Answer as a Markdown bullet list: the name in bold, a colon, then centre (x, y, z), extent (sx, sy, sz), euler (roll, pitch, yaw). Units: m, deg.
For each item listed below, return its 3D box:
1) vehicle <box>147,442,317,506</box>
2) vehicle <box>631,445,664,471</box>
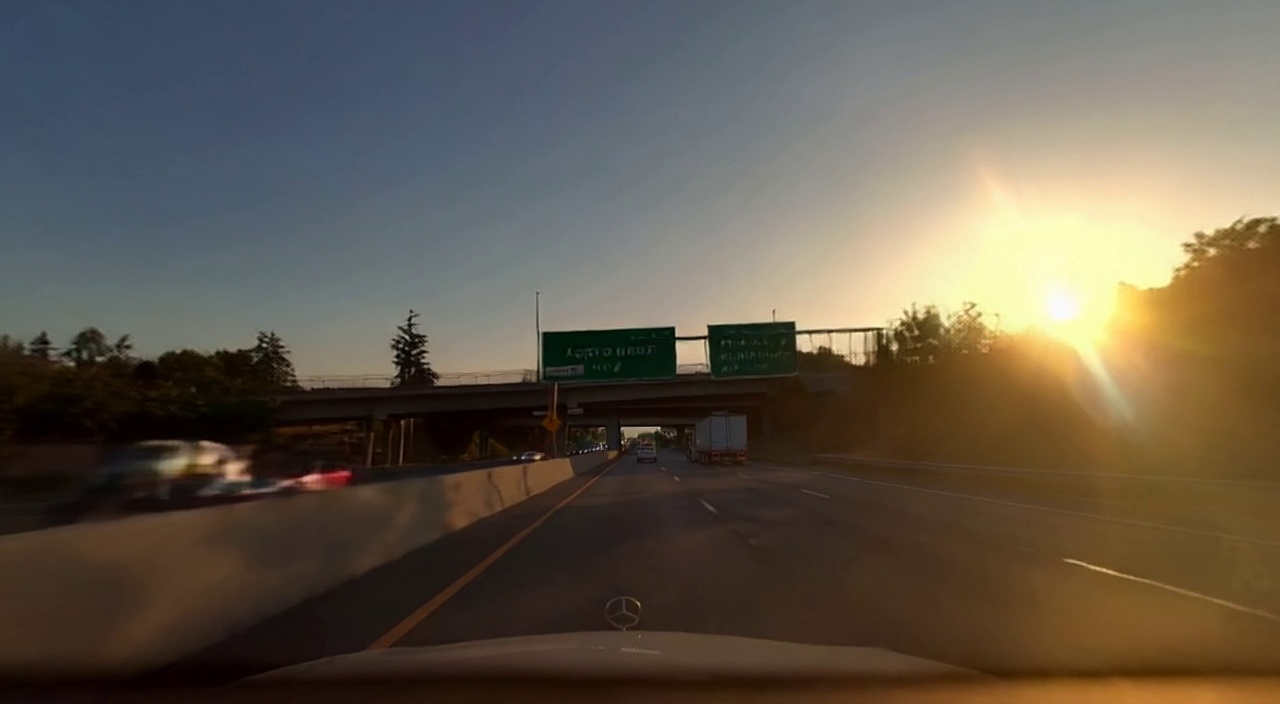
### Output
- **vehicle**: centre (-11.685, 3.505, 18.499), extent (2.018, 1.610, 4.523), euler (0, -9, -1)
- **vehicle**: centre (0.489, 6.824, 40.704), extent (2.024, 1.579, 3.707), euler (0, -9, 0)
